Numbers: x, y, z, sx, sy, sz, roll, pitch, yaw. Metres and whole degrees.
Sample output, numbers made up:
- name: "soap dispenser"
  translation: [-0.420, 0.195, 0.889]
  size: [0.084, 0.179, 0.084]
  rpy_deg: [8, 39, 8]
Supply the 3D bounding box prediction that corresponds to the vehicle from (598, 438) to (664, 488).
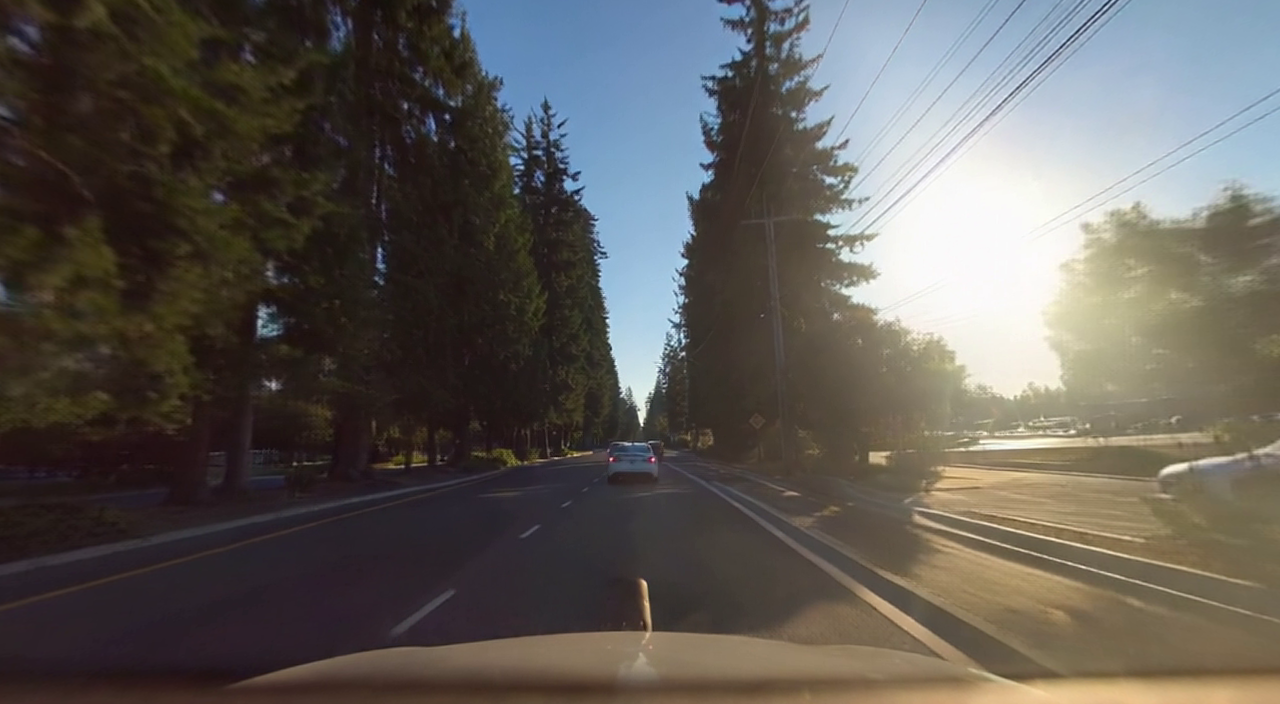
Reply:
- name: "vehicle"
  translation: [-0.263, 3.642, 20.926]
  size: [1.991, 1.463, 3.988]
  rpy_deg: [0, -8, 0]
